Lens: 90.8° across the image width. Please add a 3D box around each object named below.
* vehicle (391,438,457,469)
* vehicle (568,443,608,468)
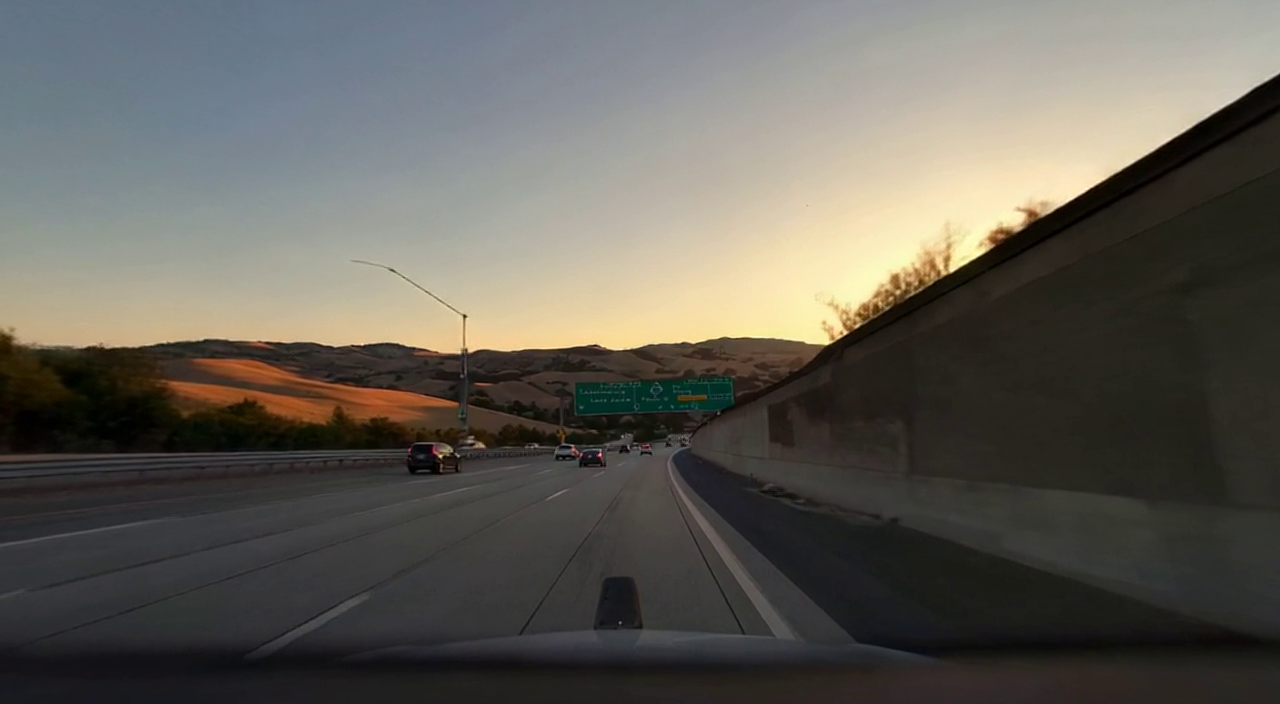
[{"bbox_3d":[-12.914,6.099,38.154,2.076,1.766,4.831,-1,-8,2],"label":"vehicle"},{"bbox_3d":[-3.190,6.452,39.516,1.931,1.492,4.076,-1,-8,3],"label":"vehicle"}]
